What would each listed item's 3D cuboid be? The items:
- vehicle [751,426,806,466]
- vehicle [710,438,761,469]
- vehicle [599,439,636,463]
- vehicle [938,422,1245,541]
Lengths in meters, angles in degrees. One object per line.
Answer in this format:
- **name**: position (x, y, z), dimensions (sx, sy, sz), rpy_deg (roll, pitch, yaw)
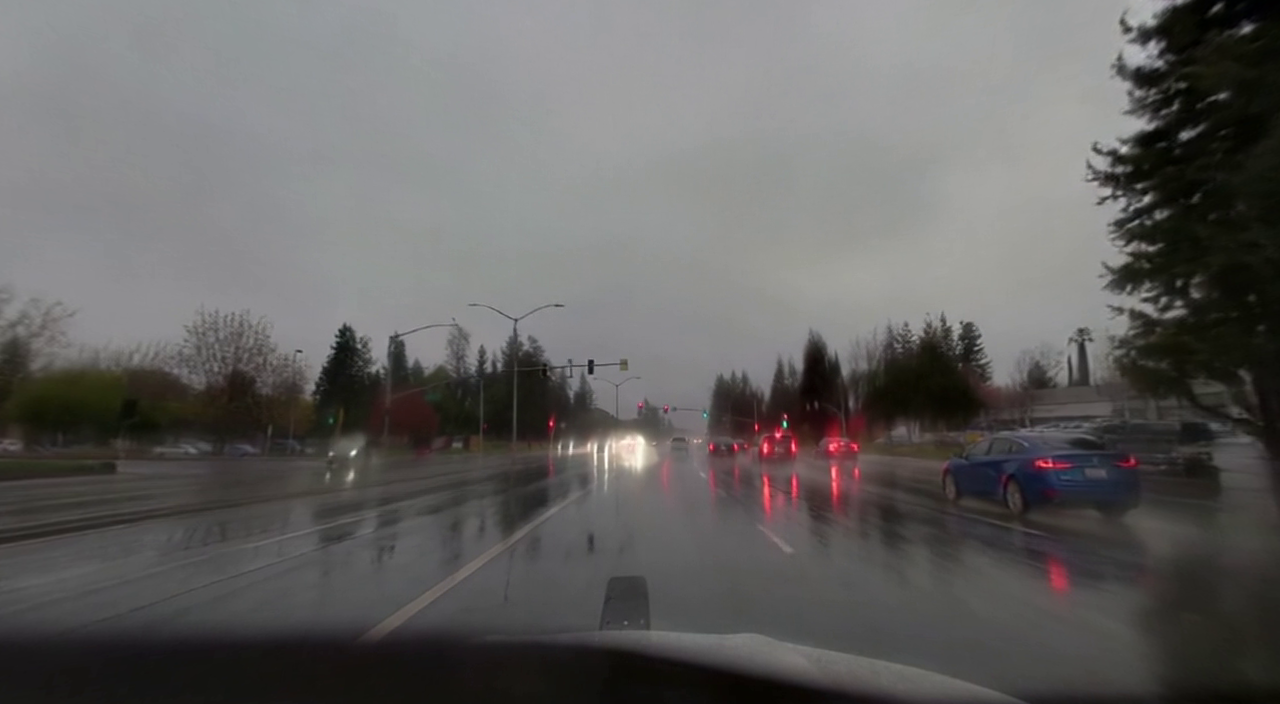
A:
- **vehicle**: position (8.086, 5.590, 37.451), dimensions (2.186, 2.202, 5.426), rpy_deg (0, -8, 2)
- **vehicle**: position (5.239, 5.649, 35.234), dimensions (2.292, 1.563, 4.734), rpy_deg (0, -8, 2)
- **vehicle**: position (-1.423, 6.587, 41.992), dimensions (1.958, 1.542, 4.175), rpy_deg (-1, -8, 5)
- **vehicle**: position (7.414, 2.133, 11.186), dimensions (2.051, 1.620, 4.702), rpy_deg (-1, -8, 2)
